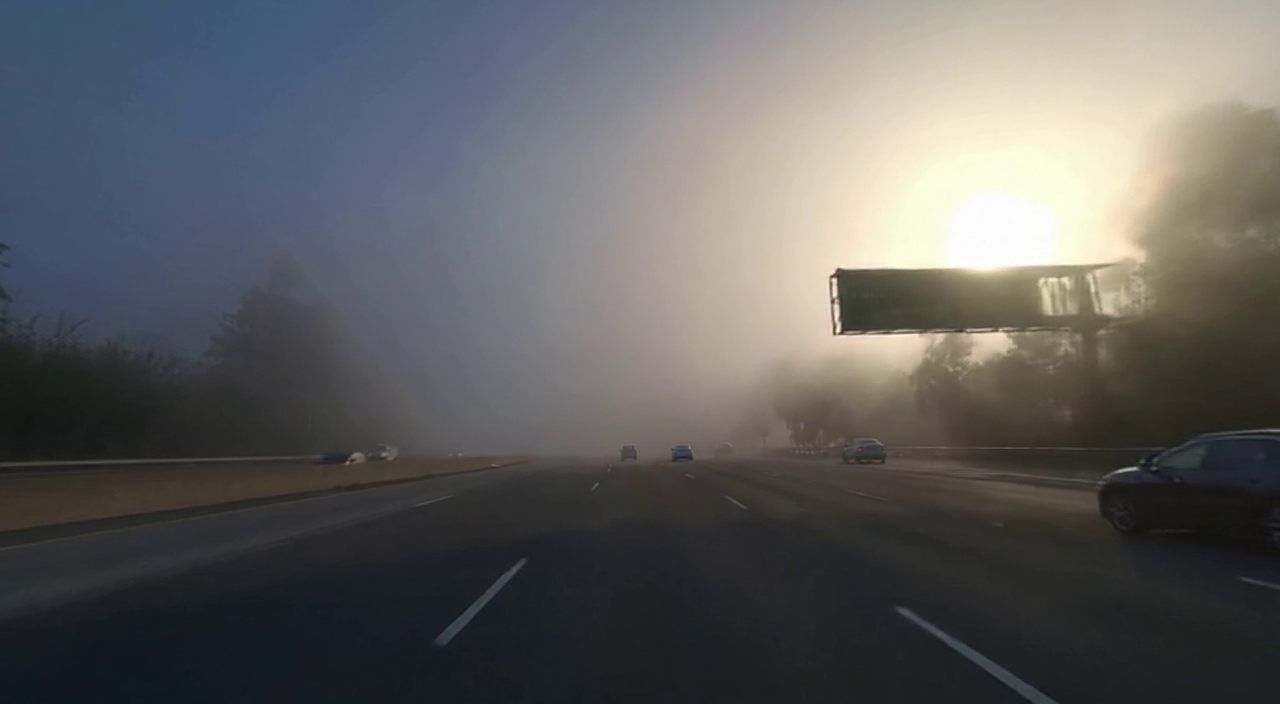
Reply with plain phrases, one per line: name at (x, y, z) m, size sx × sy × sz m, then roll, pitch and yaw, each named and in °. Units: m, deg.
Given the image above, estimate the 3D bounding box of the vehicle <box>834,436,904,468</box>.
vehicle at (13.834, 6.082, 38.453) m, size 2.107 × 1.803 × 5.385 m, roll 0°, pitch -9°, yaw -2°

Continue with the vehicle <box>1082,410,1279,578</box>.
vehicle at (7.469, 1.509, 6.856) m, size 2.124 × 1.661 × 4.267 m, roll 0°, pitch -9°, yaw -1°

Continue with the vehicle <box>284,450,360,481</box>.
vehicle at (-16.894, 6.018, 33.688) m, size 1.862 × 1.506 × 4.282 m, roll 0°, pitch -9°, yaw 0°
